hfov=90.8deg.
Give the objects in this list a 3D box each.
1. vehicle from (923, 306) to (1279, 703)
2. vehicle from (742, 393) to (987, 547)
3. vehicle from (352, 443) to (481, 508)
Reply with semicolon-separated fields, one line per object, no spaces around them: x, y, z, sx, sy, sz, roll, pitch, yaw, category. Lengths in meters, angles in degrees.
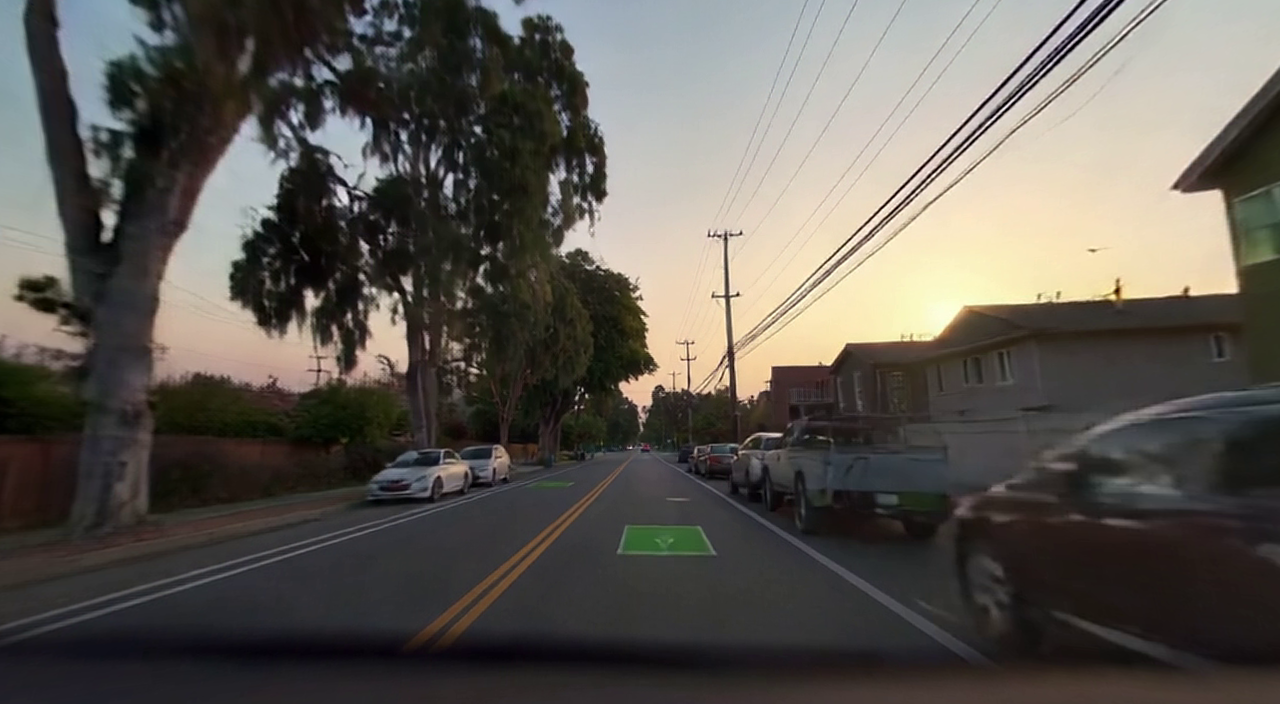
3.392;0.819;2.674;2.142;1.840;4.771;0;-8;0;vehicle
3.480;2.007;11.387;2.407;2.069;5.577;0;-8;1;vehicle
-6.442;3.583;18.909;2.084;1.573;4.599;-2;-7;2;vehicle
